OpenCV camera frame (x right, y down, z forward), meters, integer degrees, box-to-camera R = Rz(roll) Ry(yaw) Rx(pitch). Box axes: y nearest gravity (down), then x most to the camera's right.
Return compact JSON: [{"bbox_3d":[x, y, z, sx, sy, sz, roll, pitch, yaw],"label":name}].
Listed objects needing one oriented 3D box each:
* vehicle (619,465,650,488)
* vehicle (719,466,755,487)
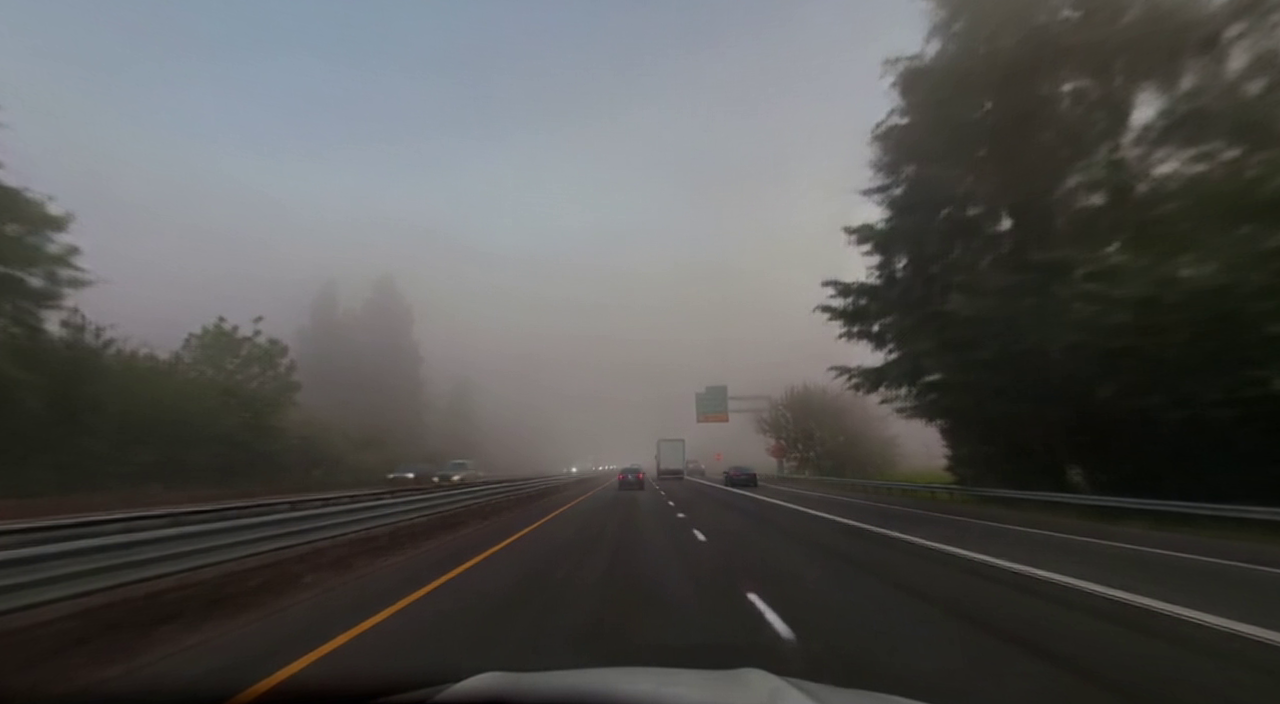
[{"bbox_3d":[-0.385,8.602,43.740,2.025,1.452,3.927,1,-10,-1],"label":"vehicle"},{"bbox_3d":[7.391,9.495,48.254,1.977,1.494,4.311,1,-10,-2],"label":"vehicle"}]
